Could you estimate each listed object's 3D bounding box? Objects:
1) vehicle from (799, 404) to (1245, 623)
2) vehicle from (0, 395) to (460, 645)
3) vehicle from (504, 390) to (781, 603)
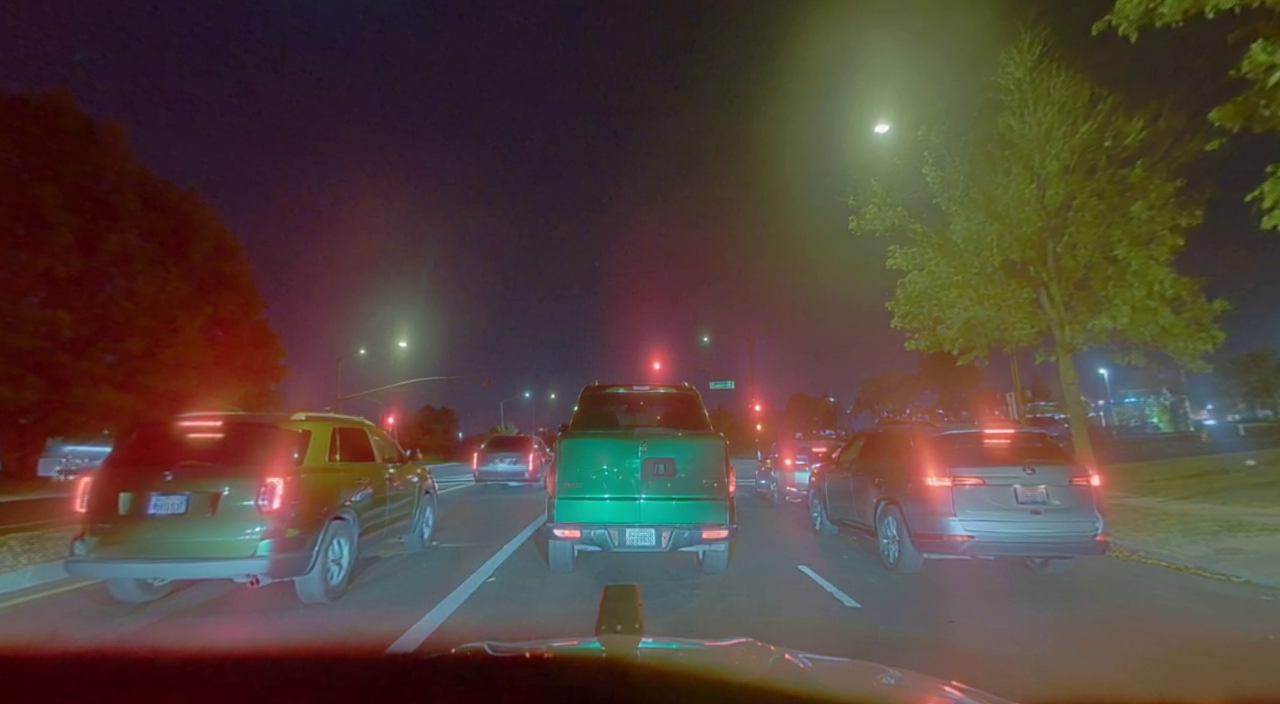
[{"bbox_3d":[3.473,1.554,7.042,2.202,1.657,4.298,0,-9,-1],"label":"vehicle"},{"bbox_3d":[-3.364,1.410,6.275,1.961,1.639,4.064,0,-9,0],"label":"vehicle"},{"bbox_3d":[0.001,1.486,7.253,2.294,1.761,3.857,0,-9,-1],"label":"vehicle"}]
